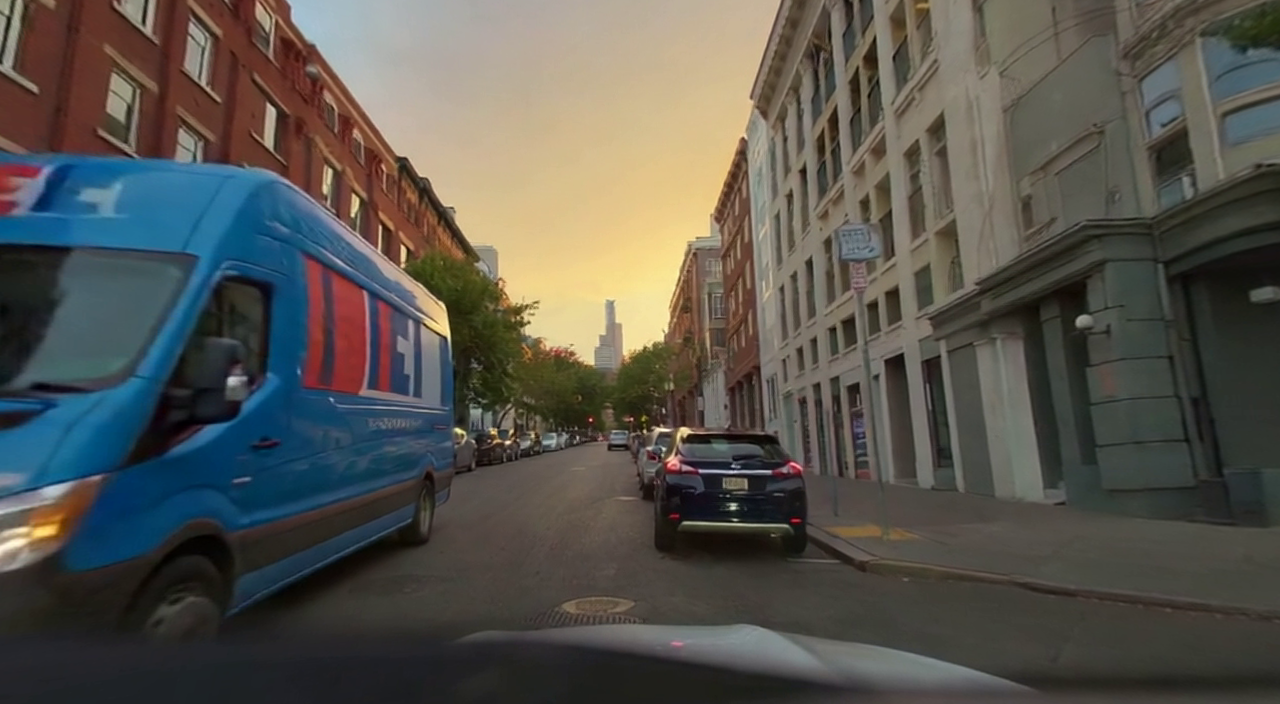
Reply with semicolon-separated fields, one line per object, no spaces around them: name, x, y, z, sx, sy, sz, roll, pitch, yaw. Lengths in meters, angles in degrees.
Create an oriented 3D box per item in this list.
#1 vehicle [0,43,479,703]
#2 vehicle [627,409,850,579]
vehicle;-3.595;0.518;6.311;2.558;3.014;7.101;0;-8;-4
vehicle;0.828;1.573;7.957;1.925;1.481;4.653;0;-8;-2
